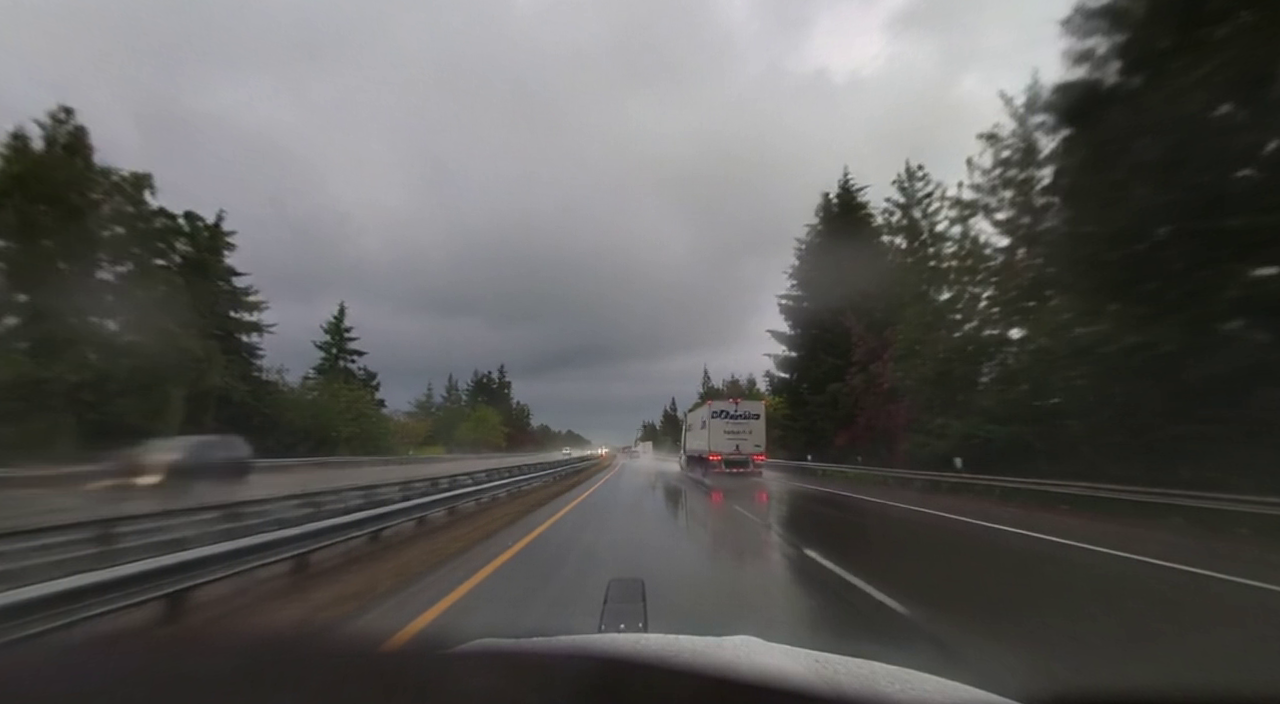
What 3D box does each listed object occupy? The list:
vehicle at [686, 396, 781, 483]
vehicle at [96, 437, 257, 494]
[{"bbox_3d":[4.139,4.381,30.986,2.876,3.419,11.591,0,-9,0],"label":"vehicle"},{"bbox_3d":[-13.091,3.215,18.121,1.792,1.449,3.693,0,-9,0],"label":"vehicle"}]
